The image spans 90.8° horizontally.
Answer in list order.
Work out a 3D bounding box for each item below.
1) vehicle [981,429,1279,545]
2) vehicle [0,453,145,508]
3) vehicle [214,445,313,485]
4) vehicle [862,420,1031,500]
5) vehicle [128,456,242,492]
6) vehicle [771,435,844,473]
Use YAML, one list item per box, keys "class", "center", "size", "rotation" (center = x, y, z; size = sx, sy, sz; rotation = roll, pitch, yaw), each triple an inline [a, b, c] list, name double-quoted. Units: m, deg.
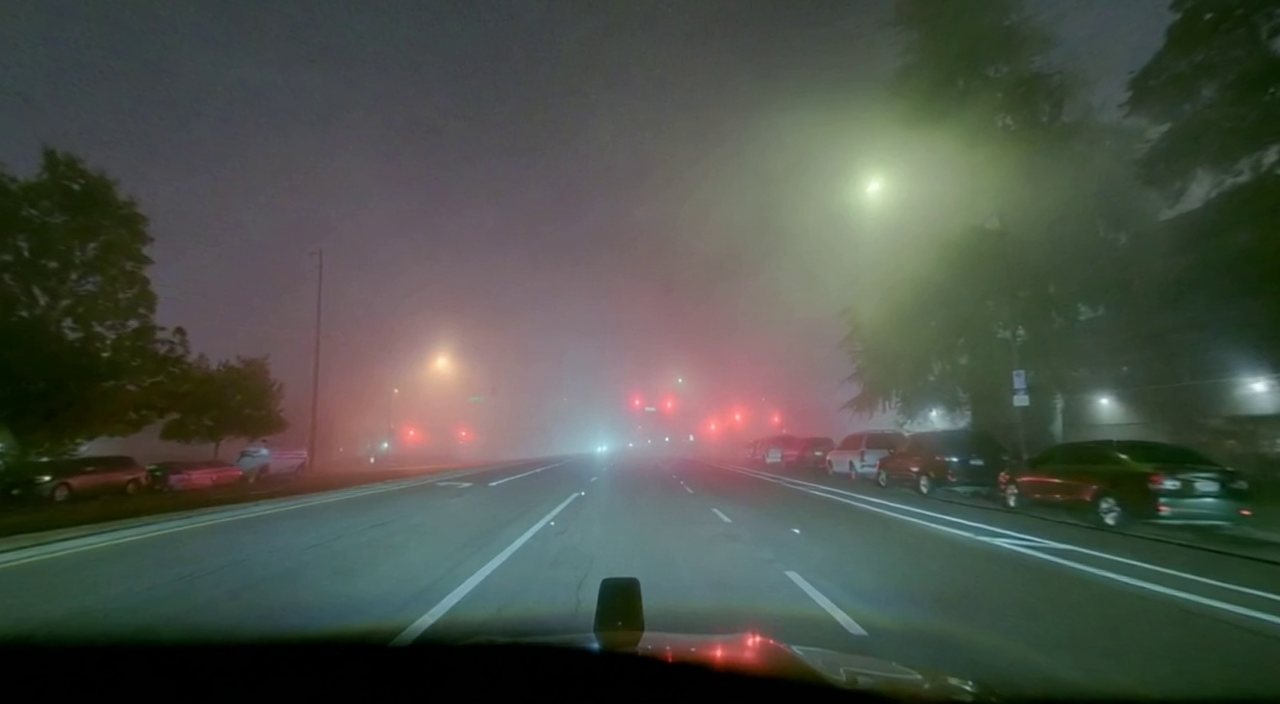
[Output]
- class: "vehicle"
  center: [7.953, 2.080, 10.513]
  size: [1.892, 1.457, 4.840]
  rotation: [0, -9, 1]
- class: "vehicle"
  center: [-22.323, 4.833, 24.225]
  size: [2.322, 1.781, 5.374]
  rotation: [-1, -9, 0]
- class: "vehicle"
  center: [-22.346, 6.692, 37.906]
  size: [2.328, 1.929, 6.055]
  rotation: [-5, -9, -1]
- class: "vehicle"
  center: [7.936, 2.847, 17.037]
  size: [2.034, 1.822, 4.953]
  rotation: [0, -9, 0]
- class: "vehicle"
  center: [-22.297, 5.978, 31.293]
  size: [1.878, 1.561, 5.061]
  rotation: [0, -9, 0]
- class: "vehicle"
  center: [7.866, 4.848, 30.202]
  size: [1.987, 1.628, 4.712]
  rotation: [0, -9, -3]
